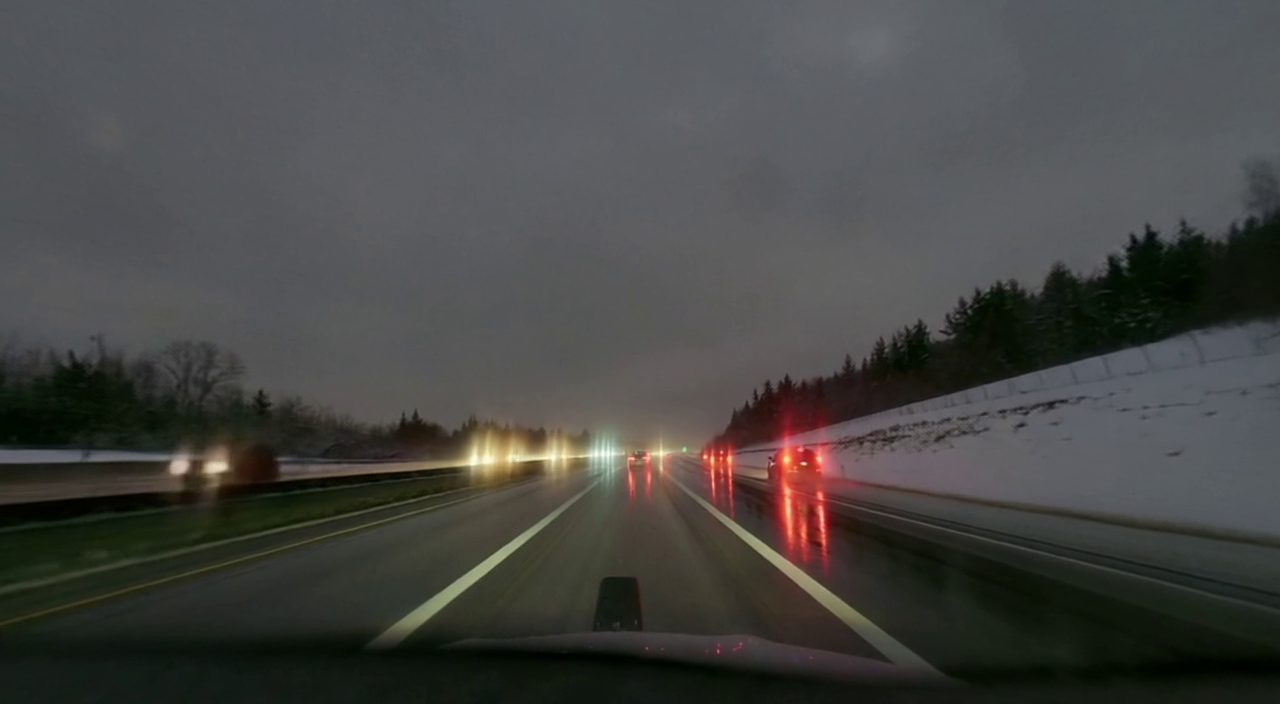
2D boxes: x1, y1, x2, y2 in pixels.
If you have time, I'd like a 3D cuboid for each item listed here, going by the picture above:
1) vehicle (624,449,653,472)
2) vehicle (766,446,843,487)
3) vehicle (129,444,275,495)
[{"bbox_3d":[-0.103,7.840,45.396,2.025,1.526,4.181,0,-9,0],"label":"vehicle"},{"bbox_3d":[6.864,4.817,26.694,2.008,1.533,4.592,0,-9,-1],"label":"vehicle"},{"bbox_3d":[-15.656,4.202,22.806,1.935,1.622,4.608,-1,-9,1],"label":"vehicle"}]
